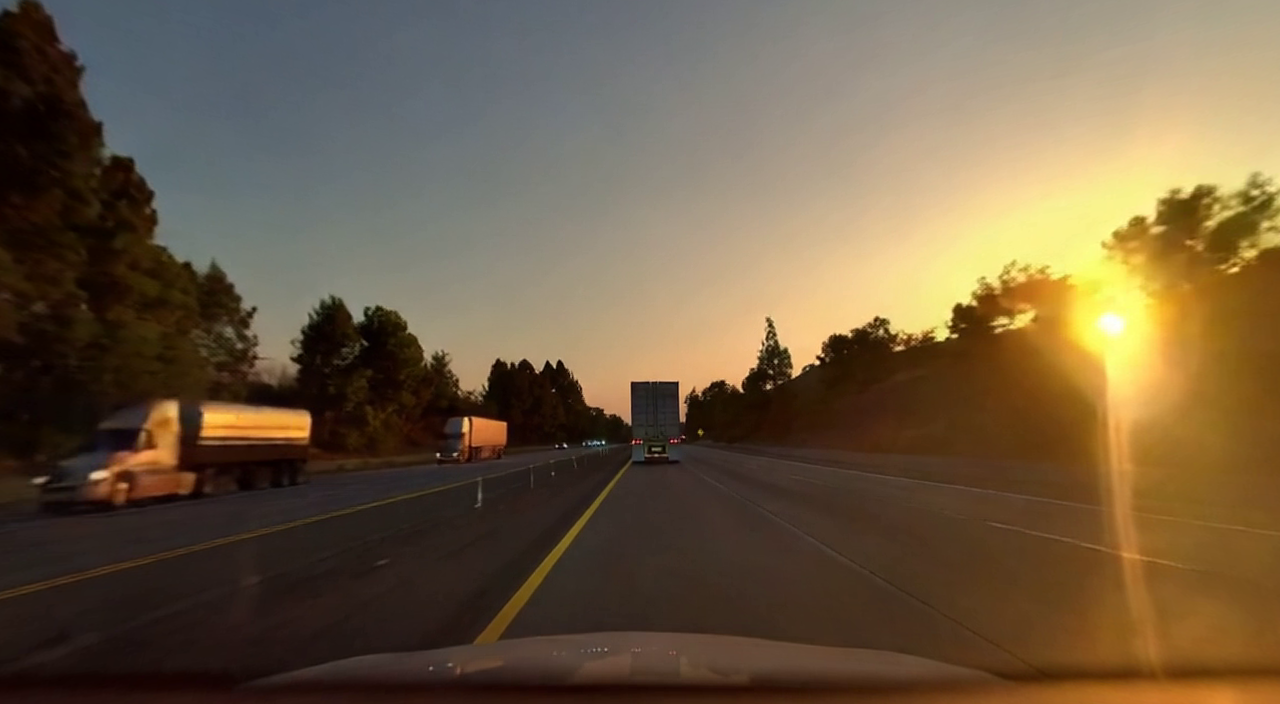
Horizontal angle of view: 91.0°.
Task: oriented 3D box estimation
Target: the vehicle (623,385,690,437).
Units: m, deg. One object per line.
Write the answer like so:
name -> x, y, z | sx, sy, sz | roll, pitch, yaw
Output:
vehicle -> 0.590, 2.512, 25.853 | 2.509, 1.890, 4.732 | 0, -8, -1

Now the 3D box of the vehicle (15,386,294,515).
vehicle -> -14.921, 3.133, 20.465 | 2.777, 3.361, 7.671 | 0, -8, 1
